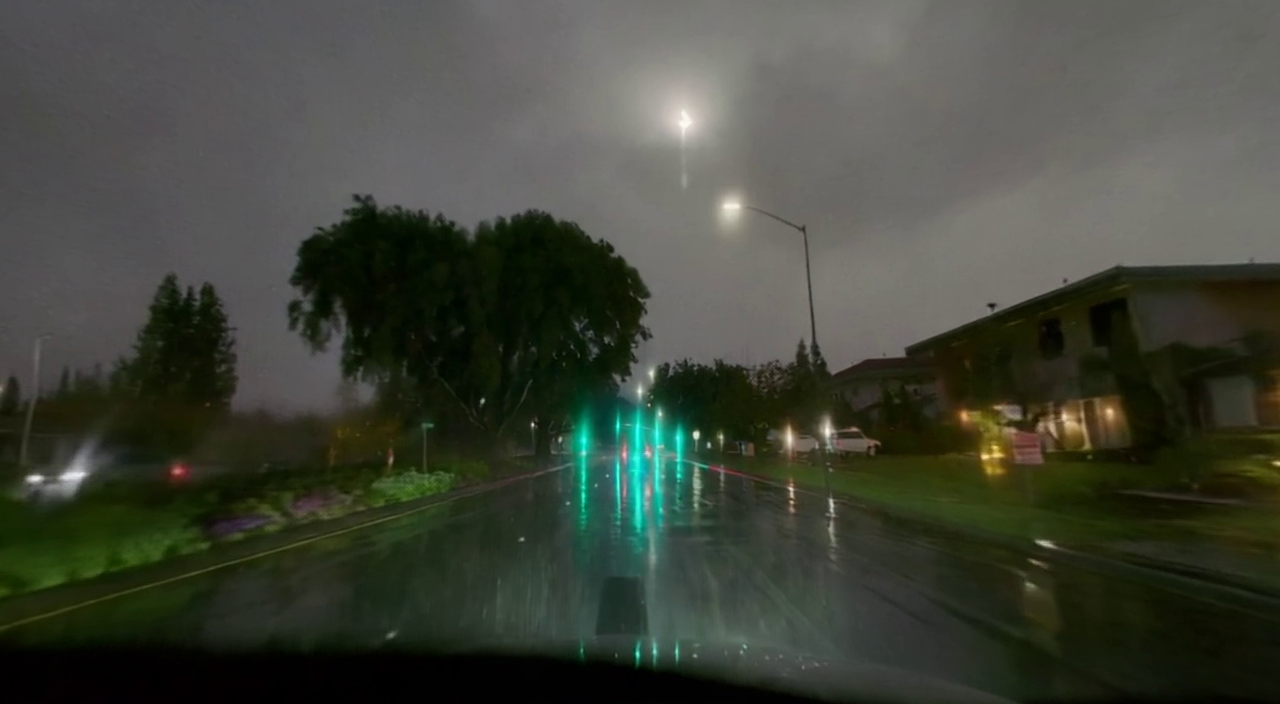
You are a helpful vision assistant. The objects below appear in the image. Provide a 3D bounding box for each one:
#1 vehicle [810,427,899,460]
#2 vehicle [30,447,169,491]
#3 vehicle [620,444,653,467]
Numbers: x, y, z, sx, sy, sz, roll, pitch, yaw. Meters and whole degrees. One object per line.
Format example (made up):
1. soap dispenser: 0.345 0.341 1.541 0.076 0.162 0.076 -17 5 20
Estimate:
1. vehicle: 13.236 5.688 38.909 4.739 1.918 2.071 -1 -8 2
2. vehicle: -19.755 4.255 23.179 1.836 1.456 3.647 0 -8 0
3. vehicle: -0.258 6.893 41.859 2.054 1.456 4.003 0 -8 -1
